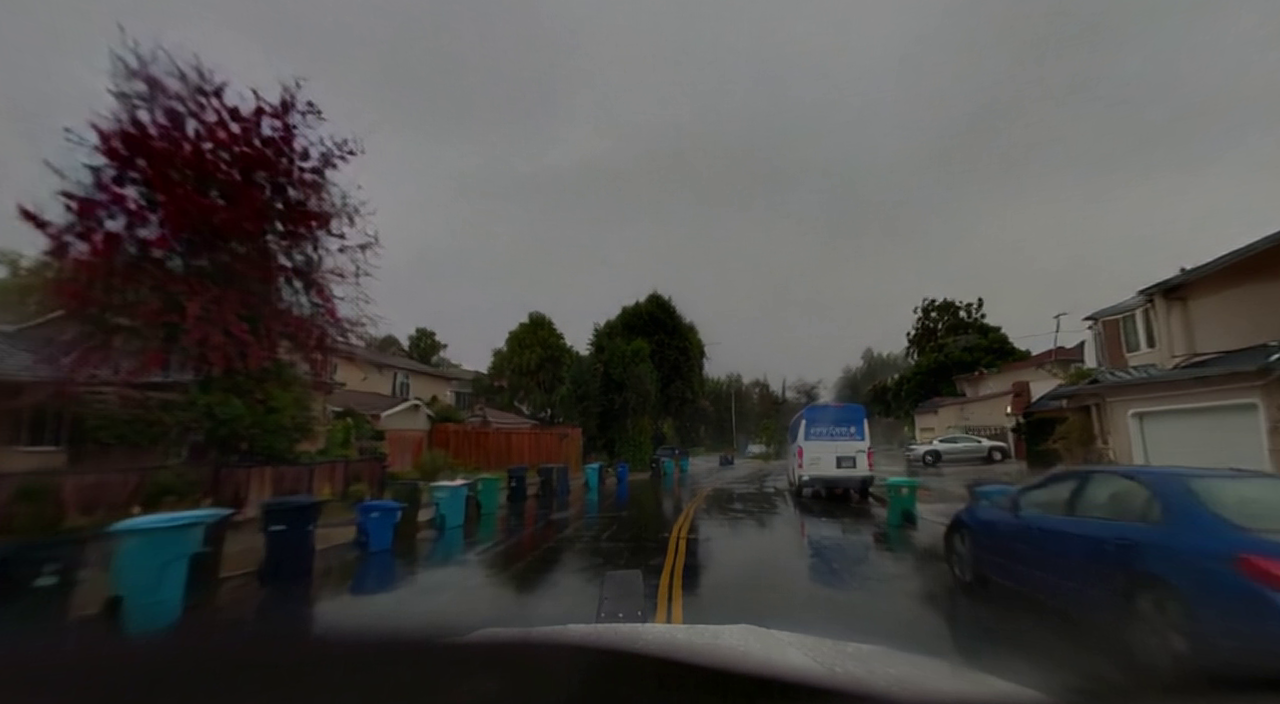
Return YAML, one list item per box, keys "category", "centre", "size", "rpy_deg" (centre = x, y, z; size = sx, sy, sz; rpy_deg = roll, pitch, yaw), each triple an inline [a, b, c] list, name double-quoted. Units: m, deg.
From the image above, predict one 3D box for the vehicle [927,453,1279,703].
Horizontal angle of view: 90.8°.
- category: "vehicle"
  centre: [3.973, 1.446, 4.674]
  size: [1.835, 1.349, 4.285]
  rpy_deg: [-1, -9, 3]

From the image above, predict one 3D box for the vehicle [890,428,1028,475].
- category: "vehicle"
  centre: [13.577, 4.329, 27.216]
  size: [4.791, 1.472, 2.114]
  rpy_deg: [-8, -12, 12]

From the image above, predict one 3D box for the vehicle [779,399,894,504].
- category: "vehicle"
  centre: [5.853, 3.089, 19.826]
  size: [2.684, 2.712, 6.197]
  rpy_deg: [-2, -9, 11]
